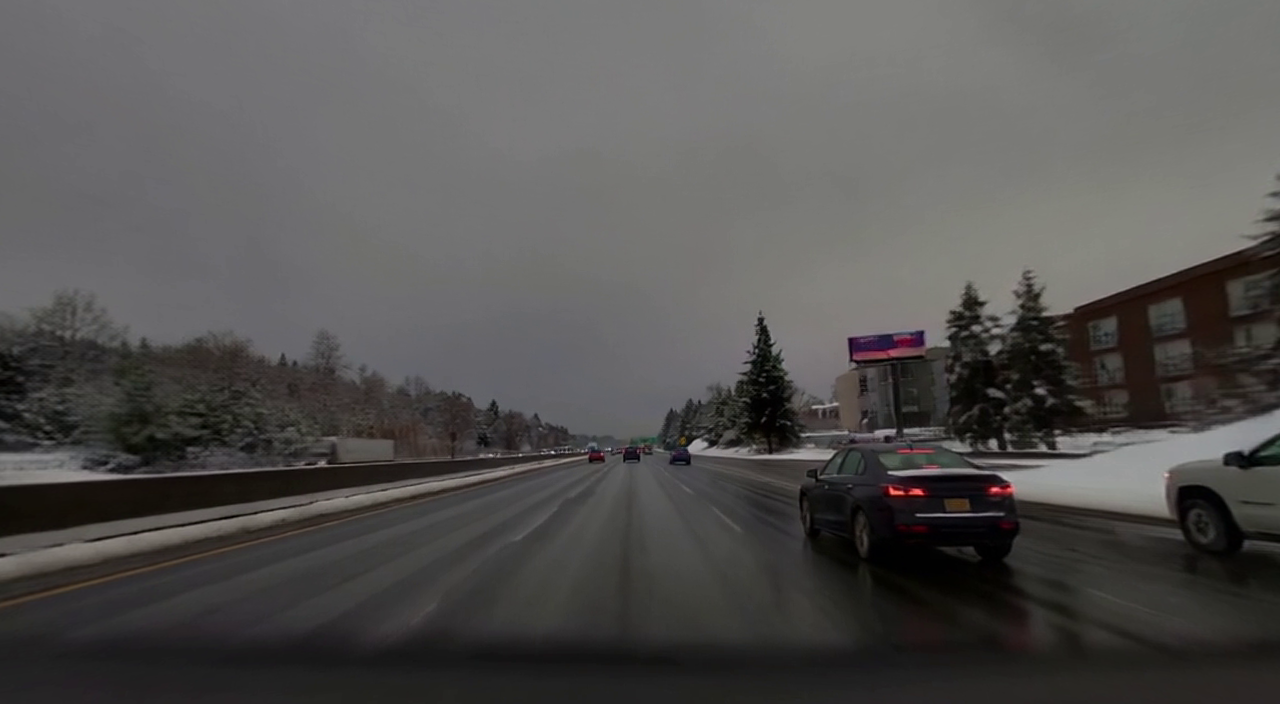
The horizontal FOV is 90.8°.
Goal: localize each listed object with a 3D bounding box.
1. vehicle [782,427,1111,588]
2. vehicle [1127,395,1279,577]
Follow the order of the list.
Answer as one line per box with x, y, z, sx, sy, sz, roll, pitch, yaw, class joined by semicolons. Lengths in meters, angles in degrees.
3.445;1.848;8.342;1.987;1.509;4.512;0;-9;-1;vehicle
7.461;1.229;5.686;2.176;1.793;4.841;0;-9;-1;vehicle
